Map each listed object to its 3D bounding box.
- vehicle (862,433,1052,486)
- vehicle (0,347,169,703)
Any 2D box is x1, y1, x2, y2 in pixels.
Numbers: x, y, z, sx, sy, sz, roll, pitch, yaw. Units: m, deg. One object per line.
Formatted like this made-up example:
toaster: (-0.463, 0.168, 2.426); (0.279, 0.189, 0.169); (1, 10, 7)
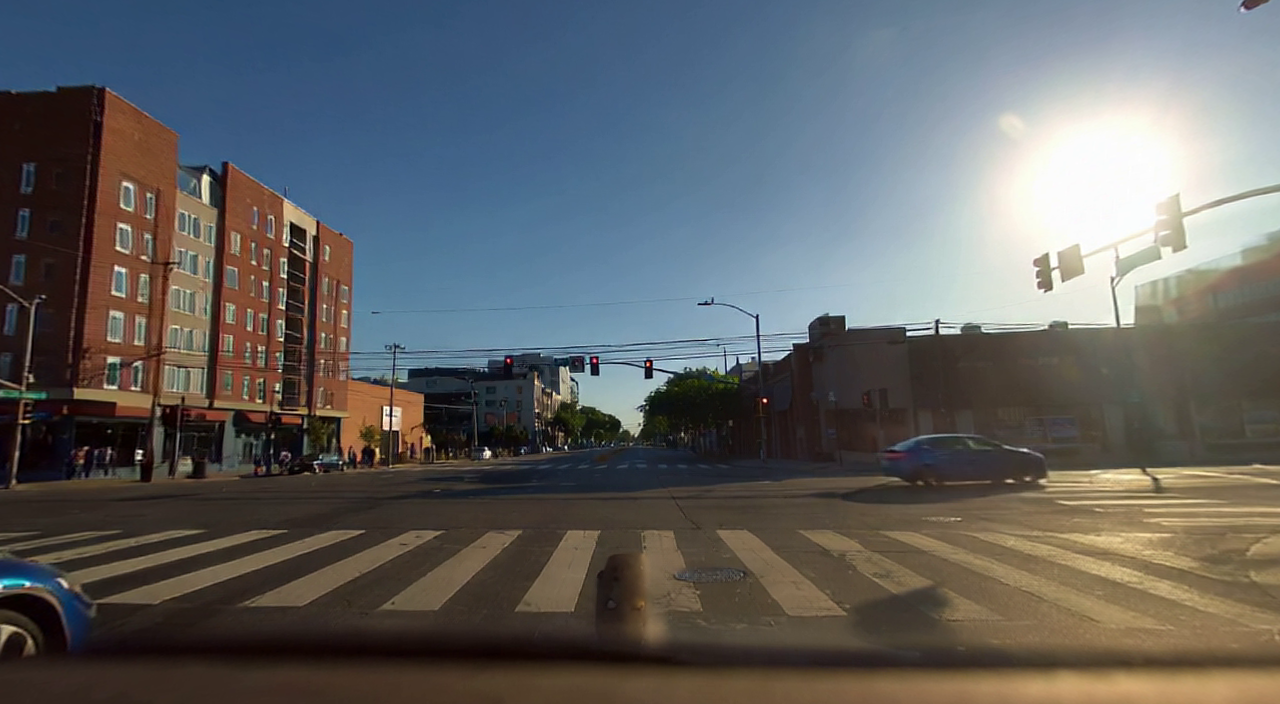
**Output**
vehicle: (9.203, 3.141, 18.534); (4.551, 1.454, 1.941); (0, -8, -1)
vehicle: (-3.637, 0.615, 1.061); (2.109, 1.692, 4.587); (0, -8, 0)
